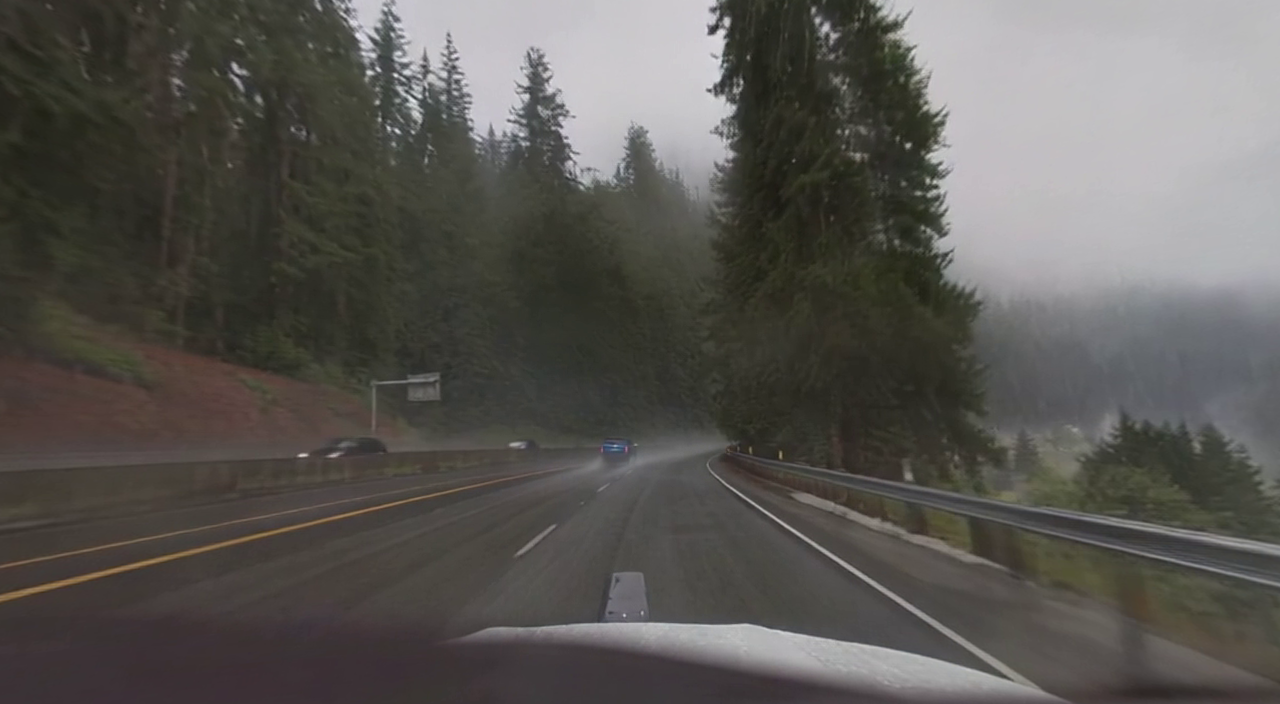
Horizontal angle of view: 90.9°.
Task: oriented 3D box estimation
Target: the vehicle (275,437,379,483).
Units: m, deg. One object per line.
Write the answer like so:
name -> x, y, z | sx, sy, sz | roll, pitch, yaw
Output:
vehicle -> -15.387, 5.306, 31.426 | 2.197, 2.087, 5.089 | -1, -8, 6

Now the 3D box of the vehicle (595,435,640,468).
vehicle -> -1.229, 5.725, 36.501 | 2.005, 1.752, 4.479 | -1, -8, 5
